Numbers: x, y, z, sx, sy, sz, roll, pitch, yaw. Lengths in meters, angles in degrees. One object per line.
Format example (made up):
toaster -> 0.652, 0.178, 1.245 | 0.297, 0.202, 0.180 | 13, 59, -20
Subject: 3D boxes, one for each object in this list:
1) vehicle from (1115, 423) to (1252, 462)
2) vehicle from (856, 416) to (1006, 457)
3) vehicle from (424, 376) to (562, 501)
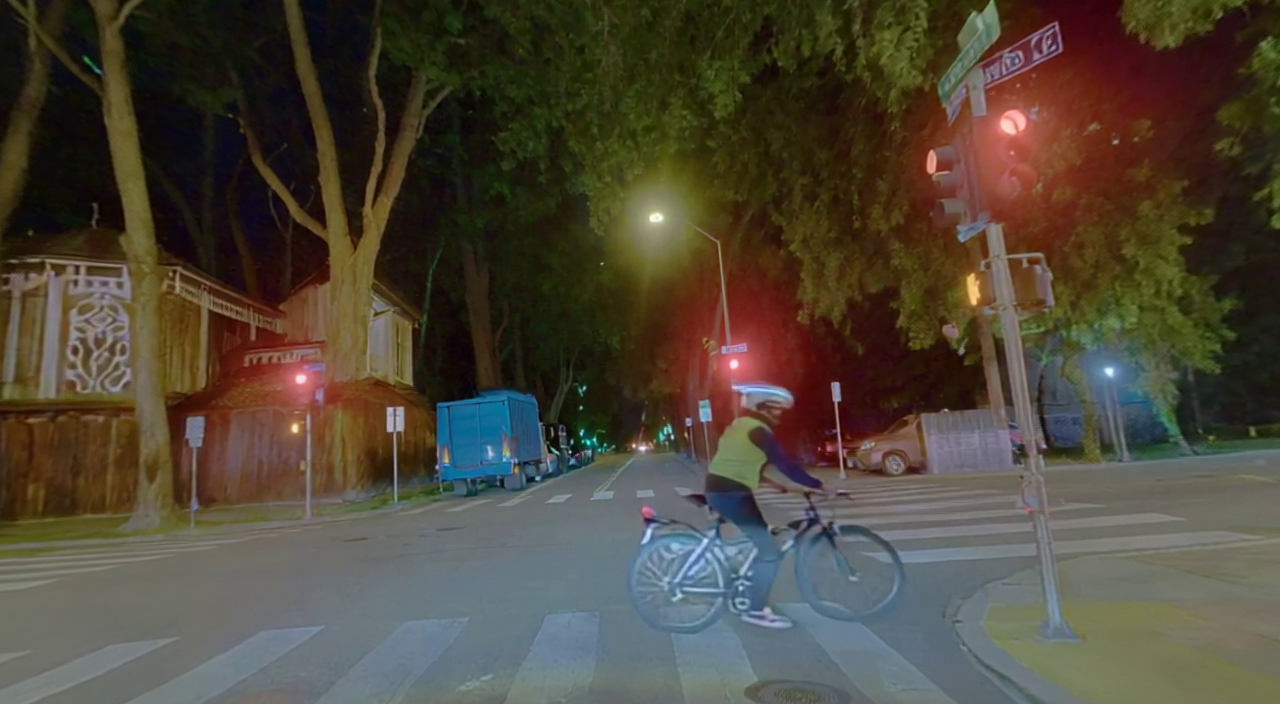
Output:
vehicle -> 24.927, 4.163, 29.047 | 4.268, 1.695, 2.053 | 0, -8, 3
vehicle -> 10.668, 3.140, 23.436 | 4.643, 1.456, 1.820 | -1, -8, 5
vehicle -> -5.805, 3.730, 27.104 | 3.113, 4.041, 10.284 | -5, -8, 0
